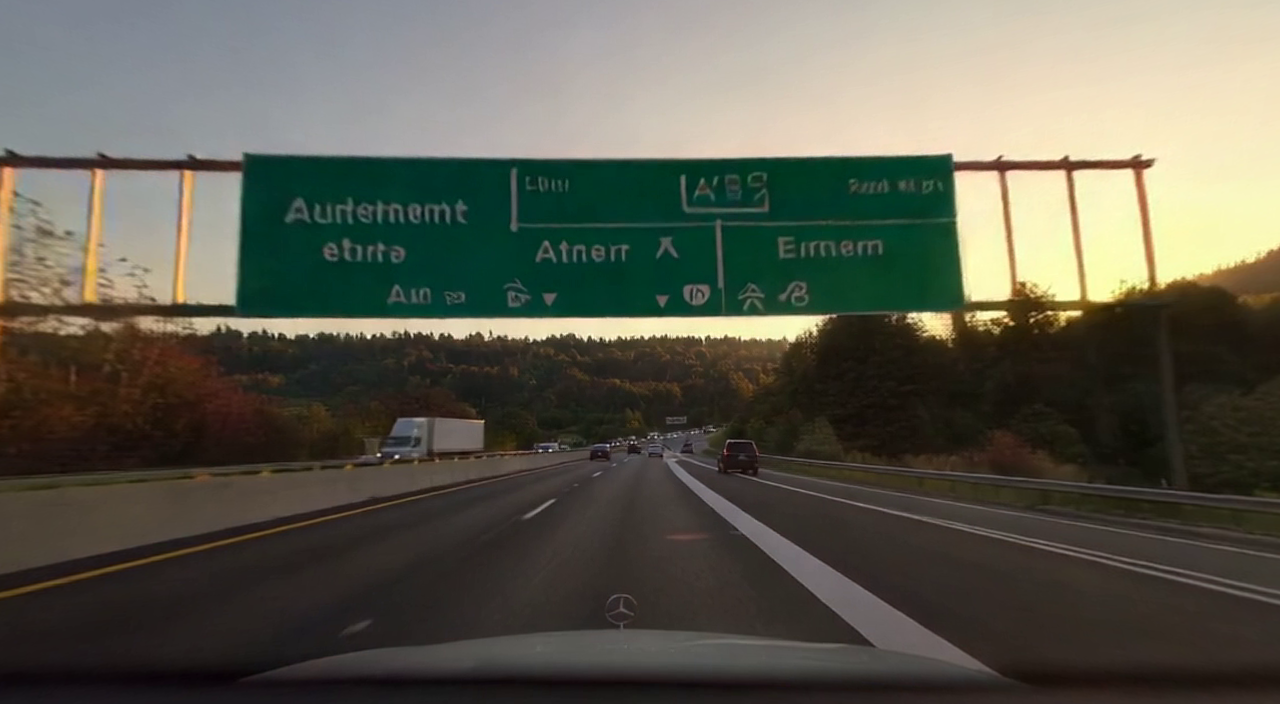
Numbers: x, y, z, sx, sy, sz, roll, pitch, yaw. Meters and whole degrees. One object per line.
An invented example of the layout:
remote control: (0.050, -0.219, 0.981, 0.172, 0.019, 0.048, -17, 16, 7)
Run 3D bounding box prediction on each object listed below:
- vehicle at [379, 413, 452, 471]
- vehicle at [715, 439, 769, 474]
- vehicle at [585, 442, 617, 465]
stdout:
vehicle: (-16.436, 6.701, 46.716, 2.991, 3.968, 5.905, 0, -9, 2)
vehicle: (5.128, 5.300, 32.257, 2.021, 1.639, 4.203, 0, -9, -1)
vehicle: (-2.874, 7.630, 47.702, 2.037, 1.638, 4.274, 0, -8, 1)
